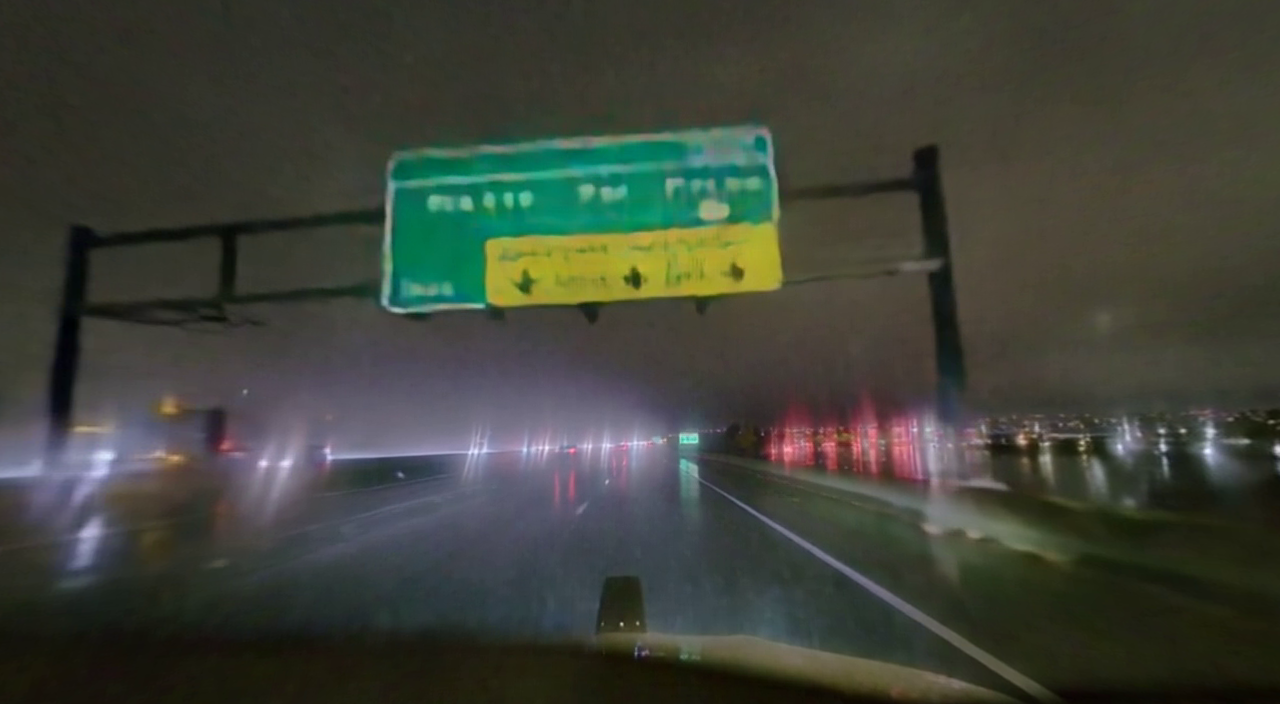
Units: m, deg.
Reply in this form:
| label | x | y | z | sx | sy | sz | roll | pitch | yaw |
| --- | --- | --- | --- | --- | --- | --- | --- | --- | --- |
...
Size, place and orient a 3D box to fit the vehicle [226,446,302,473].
| label | x | y | z | sx | sy | sz | roll | pitch | yaw |
| --- | --- | --- | --- | --- | --- | --- | --- | --- | --- |
| vehicle | -23.601 | 6.746 | 39.744 | 1.990 | 1.559 | 4.445 | 0 | -9 | 1 |

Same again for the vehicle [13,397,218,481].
| label | x | y | z | sx | sy | sz | roll | pitch | yaw |
| --- | --- | --- | --- | --- | --- | --- | --- | --- | --- |
| vehicle | -27.888 | 4.805 | 34.442 | 3.137 | 3.947 | 9.233 | 0 | -9 | 0 |
